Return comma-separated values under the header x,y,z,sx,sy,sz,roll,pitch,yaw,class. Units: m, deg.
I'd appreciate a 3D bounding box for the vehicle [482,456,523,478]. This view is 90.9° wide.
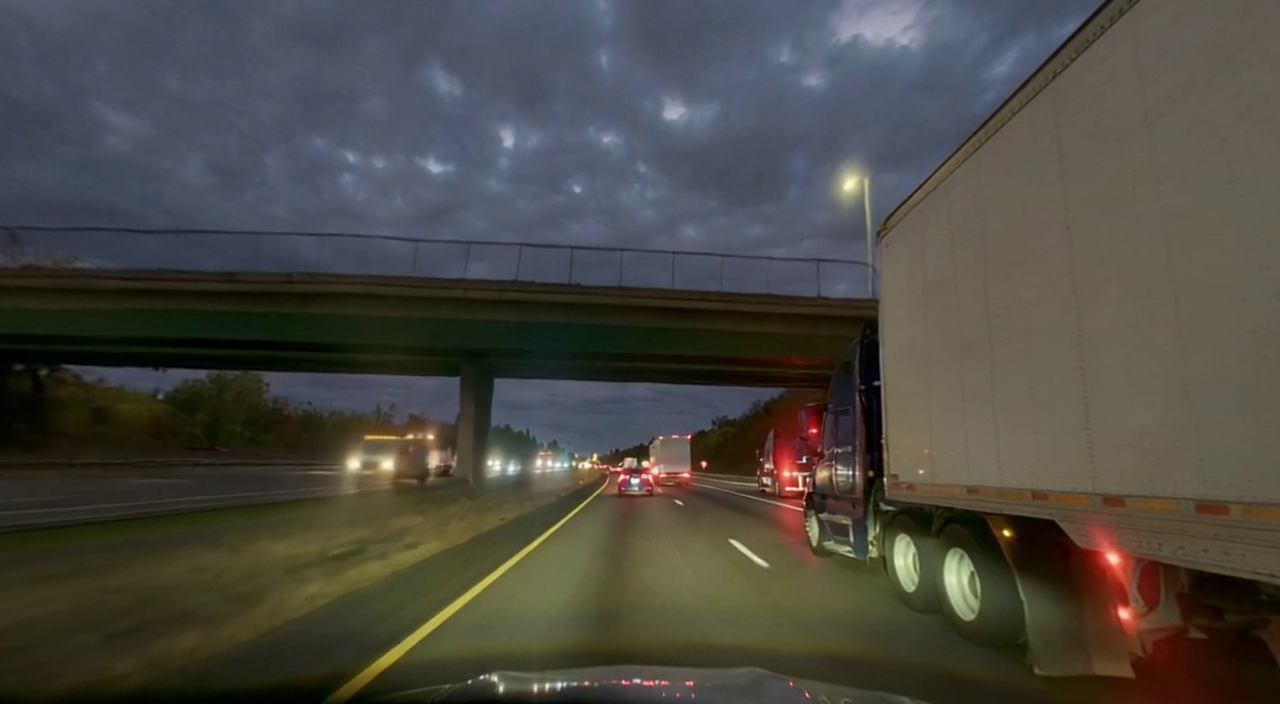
x,y,z,sx,sy,sz,roll,pitch,yaw,class
-9.804,8.283,45.328,1.911,1.455,4.516,1,-11,0,vehicle

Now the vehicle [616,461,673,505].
x,y,z,sx,sy,sz,roll,pitch,yaw,class
0.163,5.069,24.597,2.067,1.552,3.601,1,-11,0,vehicle

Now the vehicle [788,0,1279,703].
x,y,z,sx,sy,sz,roll,pitch,yaw,class
3.707,-0.274,2.036,2.831,4.150,14.519,1,-11,0,vehicle

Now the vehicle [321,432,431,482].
x,y,z,sx,sy,sz,roll,pitch,yaw,class
-10.146,4.156,24.719,2.207,1.713,4.723,1,-11,0,vehicle

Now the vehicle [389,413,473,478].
x,y,z,sx,sy,sz,roll,pitch,yaw,class
-13.825,6.414,42.439,3.010,3.930,7.428,1,-10,-1,vehicle
